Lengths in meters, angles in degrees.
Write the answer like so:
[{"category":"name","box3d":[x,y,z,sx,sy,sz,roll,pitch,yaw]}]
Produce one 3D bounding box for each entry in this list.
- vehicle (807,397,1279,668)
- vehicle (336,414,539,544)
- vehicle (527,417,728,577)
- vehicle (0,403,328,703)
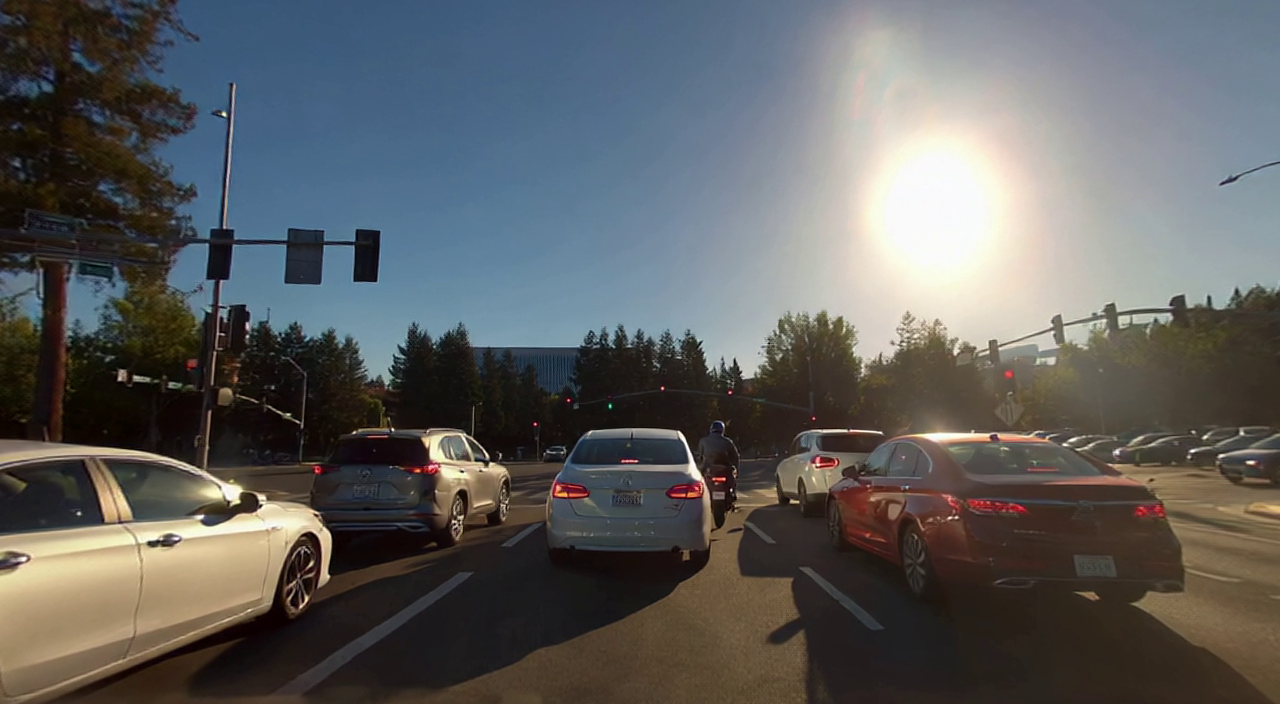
[{"category":"vehicle","box3d":[3.247,1.443,6.199,2.006,1.659,4.462,0,-8,1]},{"category":"vehicle","box3d":[-3.213,2.115,11.157,2.048,1.805,4.405,0,-8,1]},{"category":"vehicle","box3d":[-0.100,1.801,8.555,2.106,1.655,3.717,0,-8,1]},{"category":"vehicle","box3d":[-3.346,0.947,2.363,1.863,1.495,4.667,0,-8,2]}]
